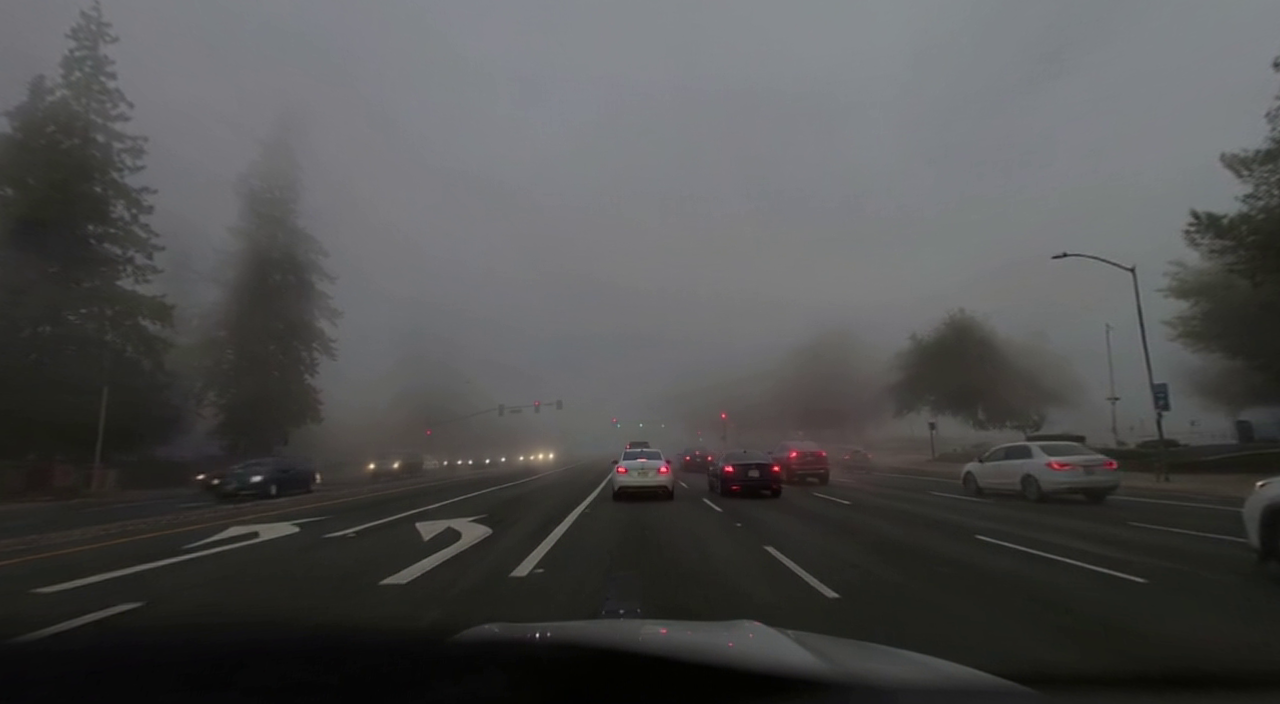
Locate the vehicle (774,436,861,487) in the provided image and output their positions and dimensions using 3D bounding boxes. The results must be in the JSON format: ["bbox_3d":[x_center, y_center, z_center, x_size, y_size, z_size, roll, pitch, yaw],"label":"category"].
[{"bbox_3d":[6.390,3.988,23.289,1.931,1.685,4.054,0,-8,-1],"label":"vehicle"}]

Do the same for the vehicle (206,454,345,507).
[{"bbox_3d":[-12.059,4.248,21.340,2.002,1.500,4.536,0,-8,0],"label":"vehicle"}]

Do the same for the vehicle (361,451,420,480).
[{"bbox_3d":[-15.888,7.217,40.529,1.908,1.703,4.547,0,-8,0],"label":"vehicle"}]

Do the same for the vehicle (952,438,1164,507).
[{"bbox_3d":[10.451,3.022,16.458,1.890,1.488,5.113,0,-8,-2],"label":"vehicle"}]

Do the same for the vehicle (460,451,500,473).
[{"bbox_3d":[-12.226,8.413,48.515,1.896,1.484,4.473,0,-8,1],"label":"vehicle"}]

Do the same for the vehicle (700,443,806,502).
[{"bbox_3d":[3.055,3.366,18.246,1.970,1.445,4.974,0,-8,-2],"label":"vehicle"}]

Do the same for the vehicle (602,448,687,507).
[{"bbox_3d":[0.046,3.236,16.795,1.990,1.347,4.067,0,-8,-2],"label":"vehicle"}]
